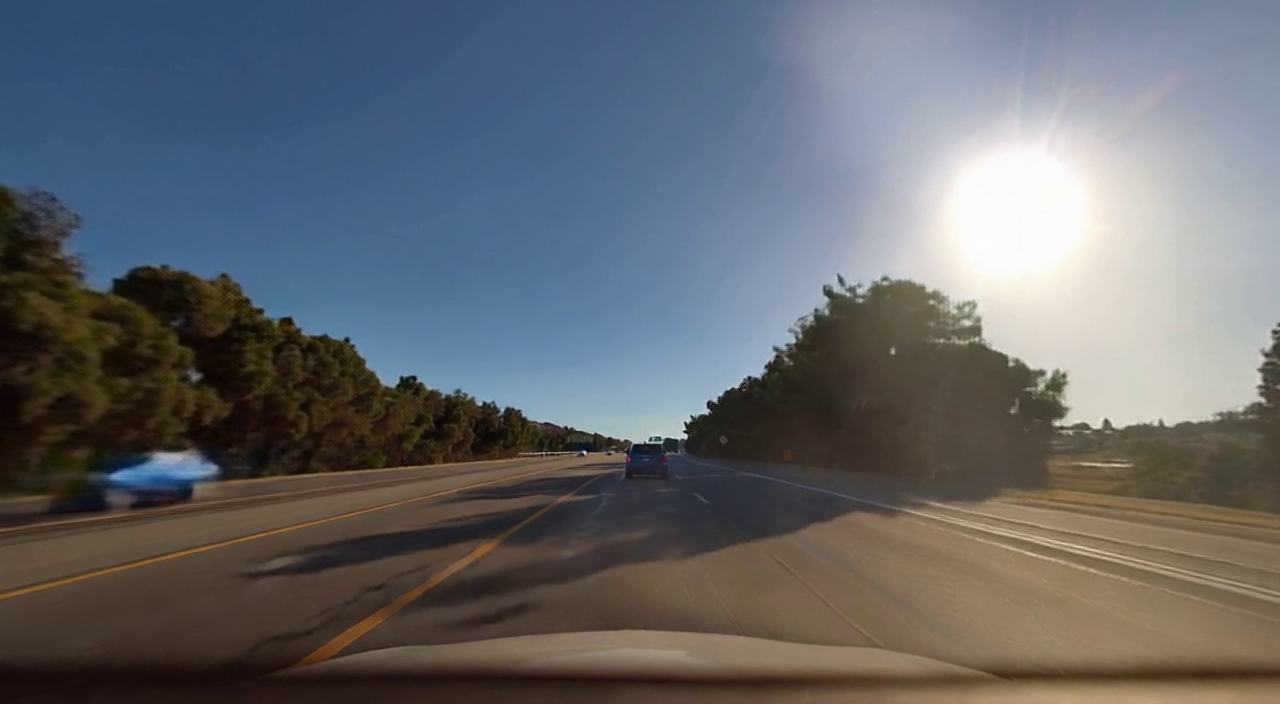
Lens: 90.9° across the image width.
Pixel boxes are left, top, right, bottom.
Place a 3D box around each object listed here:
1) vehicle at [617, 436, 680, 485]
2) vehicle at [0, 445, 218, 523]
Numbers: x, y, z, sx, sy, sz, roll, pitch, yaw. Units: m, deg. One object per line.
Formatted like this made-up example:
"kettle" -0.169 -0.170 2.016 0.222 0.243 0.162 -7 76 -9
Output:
"vehicle" 0.309 4.117 24.118 2.190 1.706 4.062 0 -9 0
"vehicle" -12.280 2.880 14.352 2.009 1.446 4.694 0 -9 1
